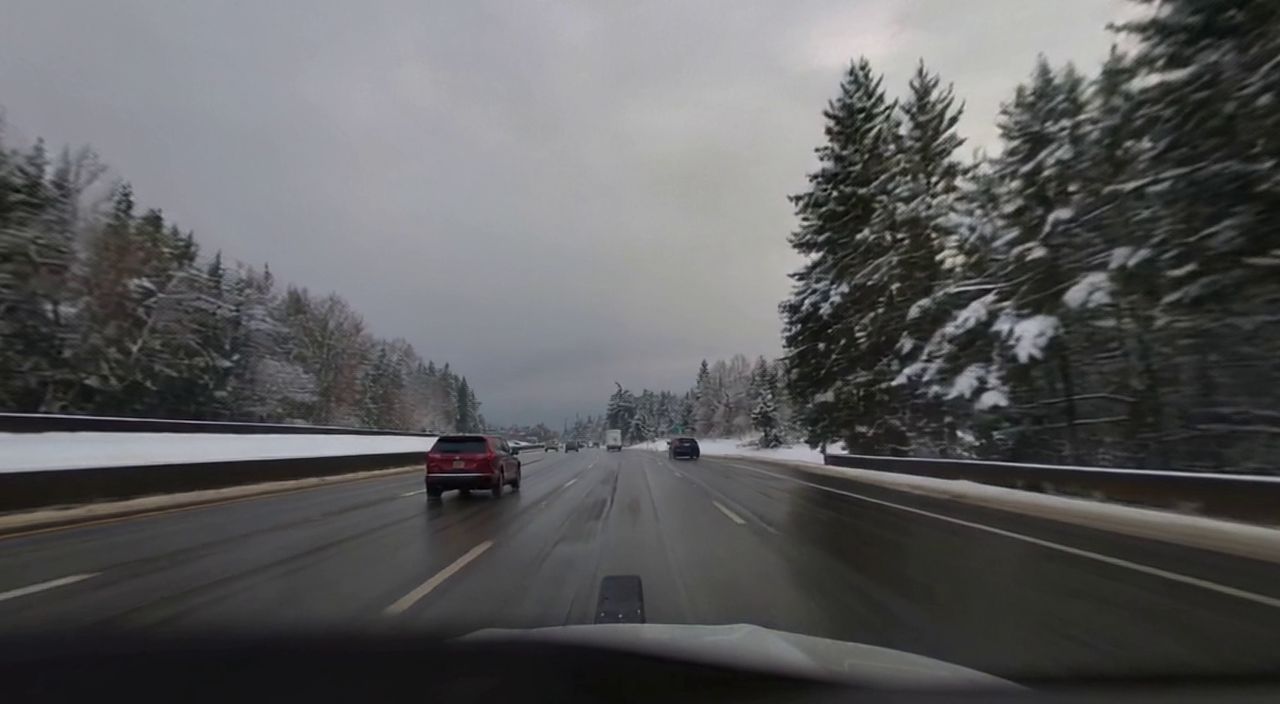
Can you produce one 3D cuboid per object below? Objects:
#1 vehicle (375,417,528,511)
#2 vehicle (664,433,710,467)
[{"bbox_3d":[-3.820,2.370,13.649,2.002,1.680,4.301,0,-9,0],"label":"vehicle"},{"bbox_3d":[2.516,5.385,34.639,2.053,1.698,4.097,1,-9,-3],"label":"vehicle"}]
